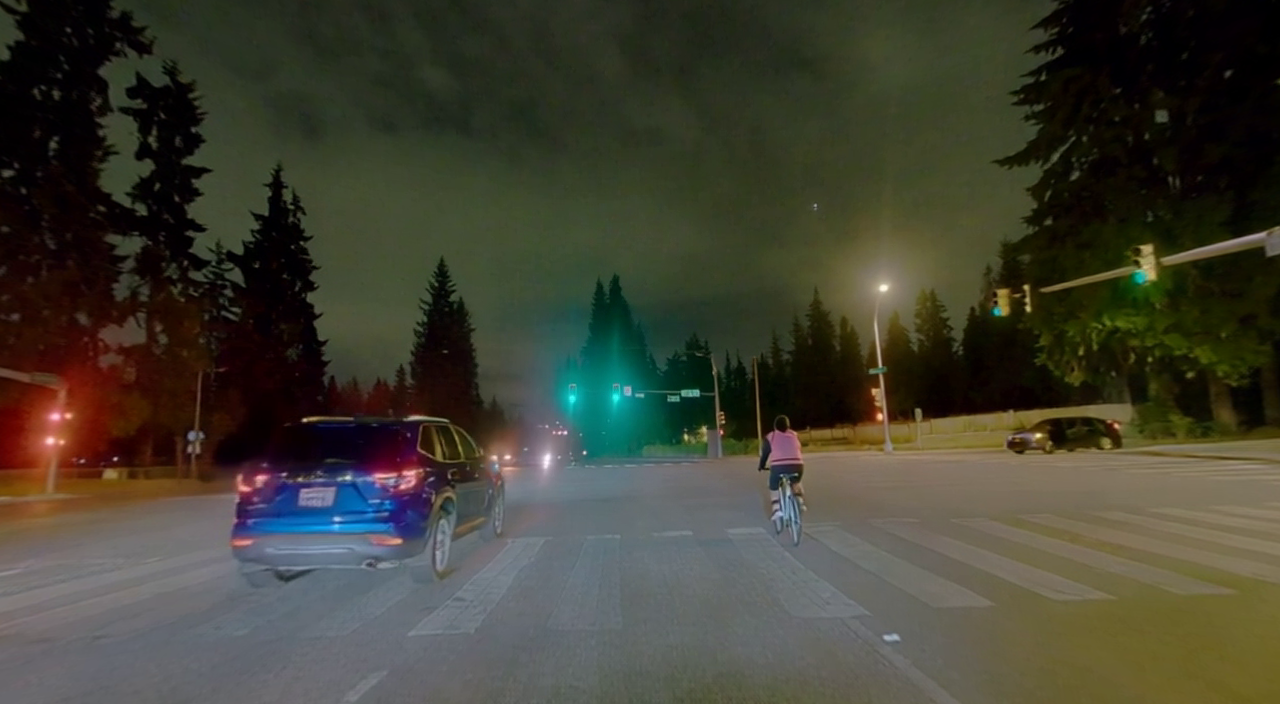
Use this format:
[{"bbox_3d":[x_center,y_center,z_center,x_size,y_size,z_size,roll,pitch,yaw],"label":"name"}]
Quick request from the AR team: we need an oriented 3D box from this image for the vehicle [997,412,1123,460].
[{"bbox_3d":[18.582,3.729,27.996,4.237,1.948,1.997,0,-9,-9],"label":"vehicle"}]

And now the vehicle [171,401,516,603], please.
[{"bbox_3d":[-3.059,1.658,7.904,2.049,1.756,4.602,0,-8,0],"label":"vehicle"}]

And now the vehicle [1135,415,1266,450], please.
[{"bbox_3d":[25.745,3.748,29.024,4.716,1.507,1.904,2,-9,-11],"label":"vehicle"}]
